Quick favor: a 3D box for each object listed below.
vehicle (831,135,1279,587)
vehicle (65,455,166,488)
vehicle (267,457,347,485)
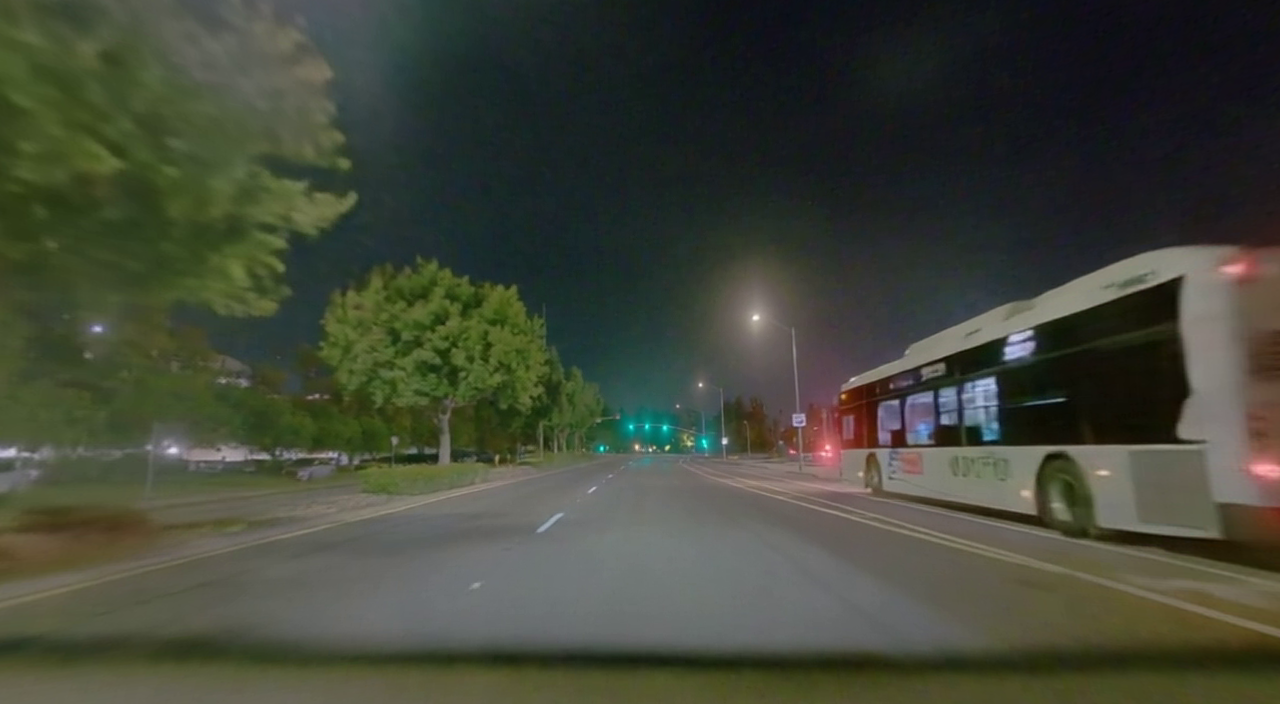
[{"bbox_3d":[8.171,0.883,12.710,4.582,4.678,12.589,0,-8,0],"label":"vehicle"},{"bbox_3d":[-30.176,6.855,36.357,4.251,1.563,1.950,-3,-8,4],"label":"vehicle"},{"bbox_3d":[-21.128,7.555,40.312,2.114,1.602,4.824,-1,-9,6],"label":"vehicle"}]
